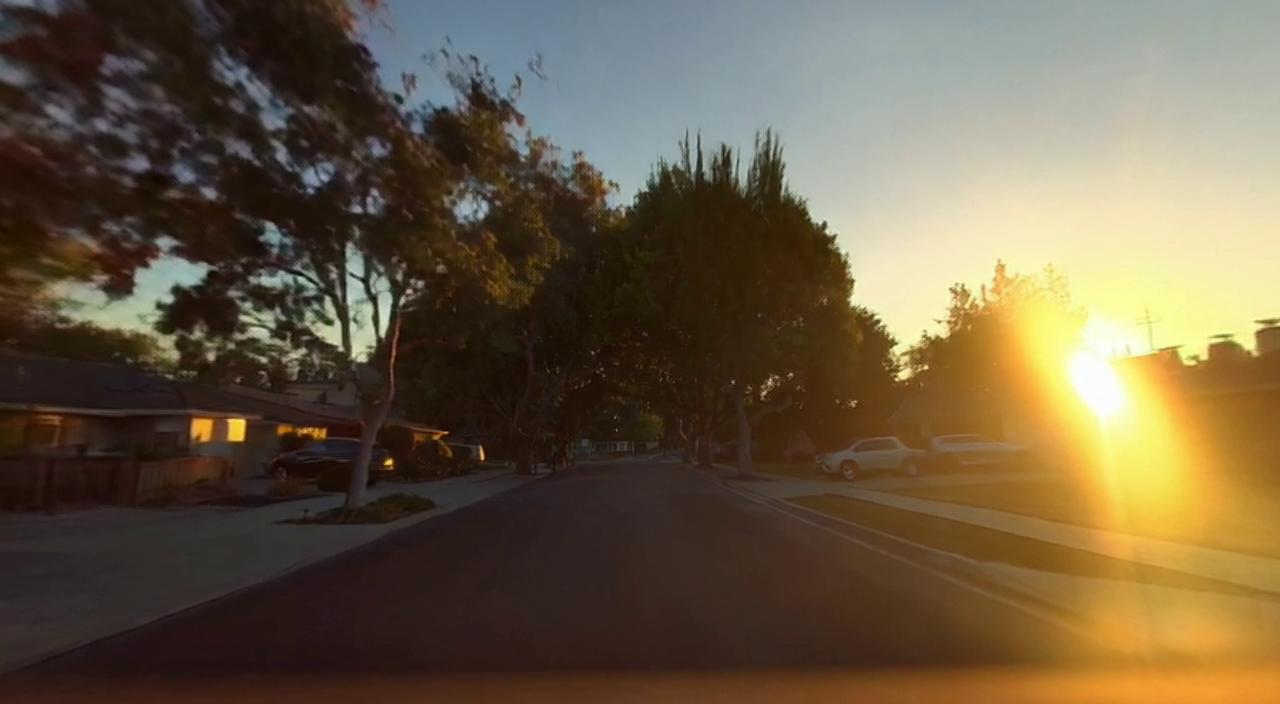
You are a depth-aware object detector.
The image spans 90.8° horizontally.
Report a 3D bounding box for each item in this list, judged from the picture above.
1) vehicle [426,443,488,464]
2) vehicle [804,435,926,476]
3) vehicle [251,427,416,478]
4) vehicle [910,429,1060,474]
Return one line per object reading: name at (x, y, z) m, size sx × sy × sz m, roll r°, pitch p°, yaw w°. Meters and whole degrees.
vehicle at (-13.886, 7.682, 48.091) m, size 4.190 × 1.529 × 1.880 m, roll 0°, pitch -8°, yaw -4°
vehicle at (9.759, 4.513, 27.705) m, size 4.582 × 1.719 × 1.947 m, roll 0°, pitch -8°, yaw -1°
vehicle at (-12.509, 4.128, 26.098) m, size 5.618 × 1.997 × 2.201 m, roll 0°, pitch -9°, yaw -1°
vehicle at (15.223, 4.435, 28.126) m, size 5.395 × 1.917 × 2.153 m, roll 0°, pitch -9°, yaw -2°
